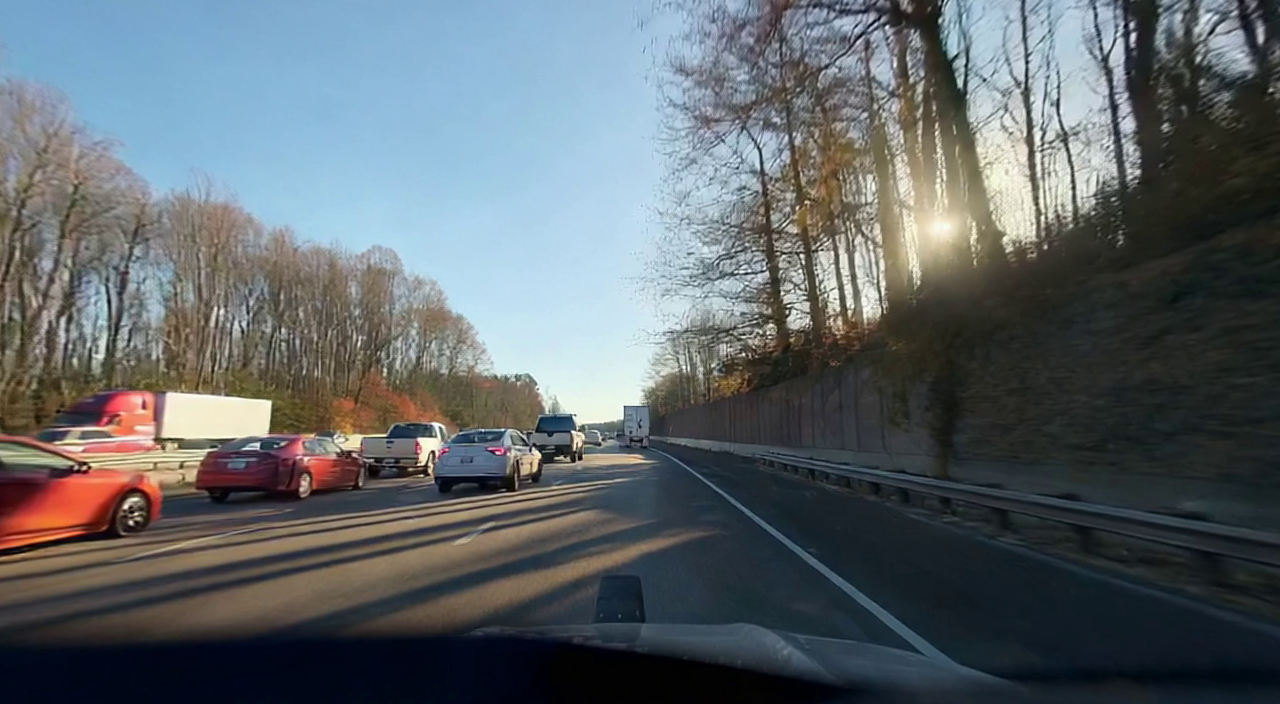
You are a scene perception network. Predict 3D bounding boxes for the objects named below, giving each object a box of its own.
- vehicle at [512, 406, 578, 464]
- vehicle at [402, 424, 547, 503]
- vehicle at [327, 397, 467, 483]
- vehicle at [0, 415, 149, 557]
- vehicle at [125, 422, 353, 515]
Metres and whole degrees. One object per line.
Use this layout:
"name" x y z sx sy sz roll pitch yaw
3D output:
"vehicle" -4.433 3.984 30.245 2.427 2.514 5.159 0 -8 0
"vehicle" -3.458 2.400 14.058 2.089 1.485 4.153 0 -8 0
"vehicle" -7.703 2.878 20.786 2.386 2.435 5.831 0 -8 -1
"vehicle" -8.097 1.468 6.814 2.032 1.560 4.327 0 -8 0
"vehicle" -7.683 2.233 12.626 1.957 1.545 3.971 0 -8 0
